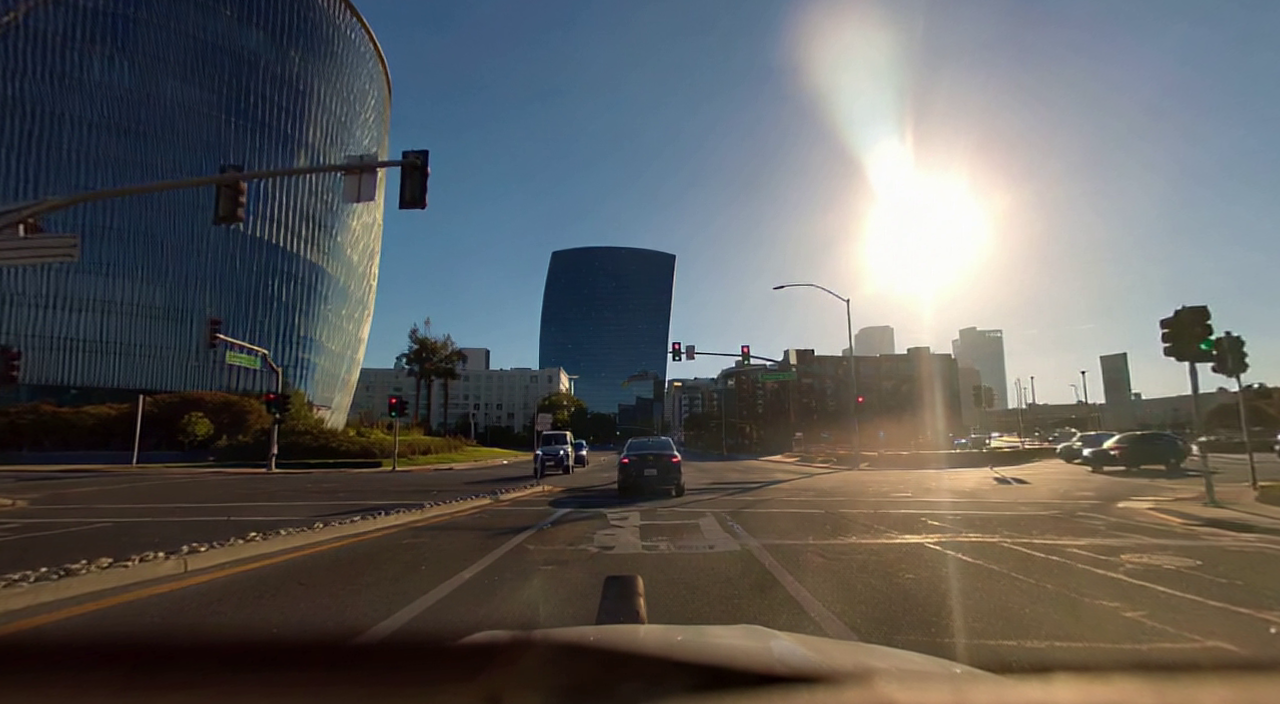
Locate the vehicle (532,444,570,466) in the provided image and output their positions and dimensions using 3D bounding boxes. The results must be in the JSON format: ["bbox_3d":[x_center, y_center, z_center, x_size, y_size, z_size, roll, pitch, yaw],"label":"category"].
[{"bbox_3d":[-6.698,7.814,47.815,2.113,1.535,4.504,0,-9,2],"label":"vehicle"}]

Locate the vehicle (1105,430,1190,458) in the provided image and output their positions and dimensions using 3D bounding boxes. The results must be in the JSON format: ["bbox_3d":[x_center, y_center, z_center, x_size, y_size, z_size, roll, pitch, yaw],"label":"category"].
[{"bbox_3d":[27.885,5.078,34.722,1.816,1.476,3.652,-1,-9,5],"label":"vehicle"}]

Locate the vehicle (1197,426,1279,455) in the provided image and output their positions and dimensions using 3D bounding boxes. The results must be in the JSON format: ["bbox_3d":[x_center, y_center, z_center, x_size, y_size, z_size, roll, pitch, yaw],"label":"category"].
[{"bbox_3d":[33.091,4.857,34.527,1.798,1.480,3.684,0,-9,3],"label":"vehicle"}]

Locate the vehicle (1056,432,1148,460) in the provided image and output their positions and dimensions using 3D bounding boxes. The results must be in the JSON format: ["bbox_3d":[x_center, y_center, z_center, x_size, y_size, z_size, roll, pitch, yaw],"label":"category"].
[{"bbox_3d":[25.560,5.241,35.074,2.021,1.484,4.454,-1,-9,5],"label":"vehicle"}]

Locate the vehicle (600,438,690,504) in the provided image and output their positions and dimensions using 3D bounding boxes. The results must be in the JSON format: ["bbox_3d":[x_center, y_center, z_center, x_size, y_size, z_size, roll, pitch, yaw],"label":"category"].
[{"bbox_3d":[0.002,3.124,16.979,2.014,1.525,4.197,1,-9,-5],"label":"vehicle"}]
